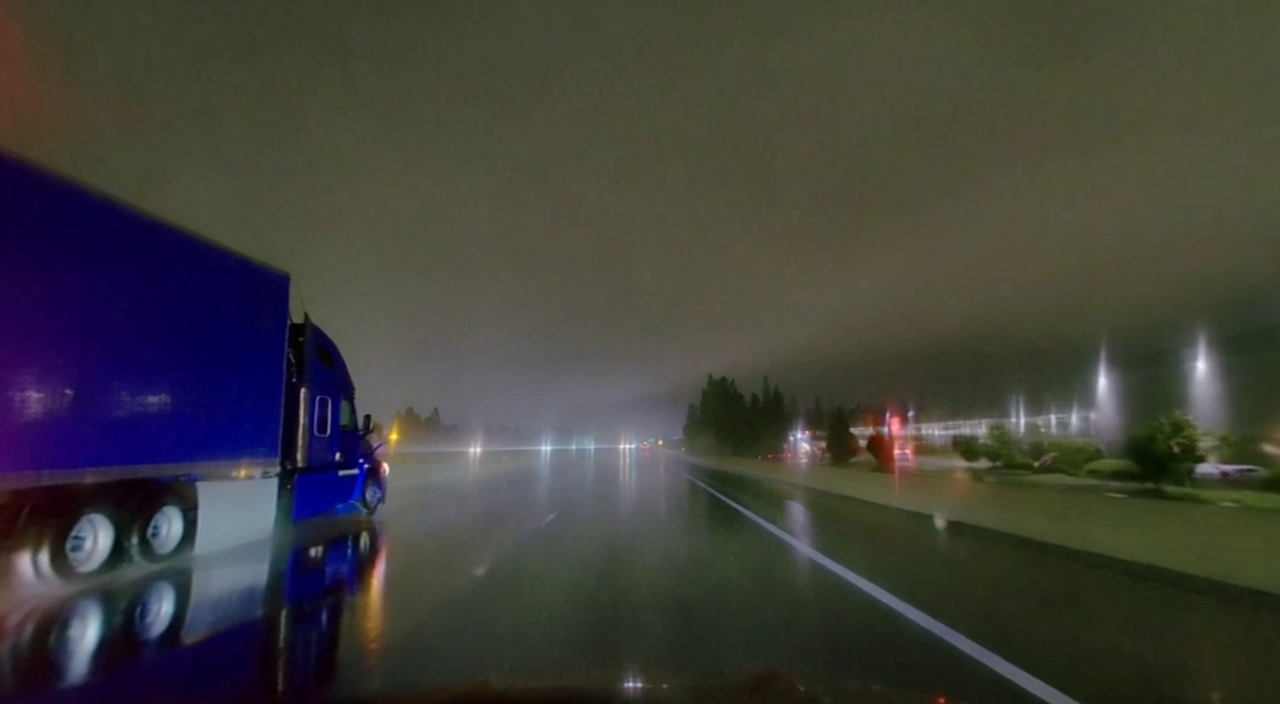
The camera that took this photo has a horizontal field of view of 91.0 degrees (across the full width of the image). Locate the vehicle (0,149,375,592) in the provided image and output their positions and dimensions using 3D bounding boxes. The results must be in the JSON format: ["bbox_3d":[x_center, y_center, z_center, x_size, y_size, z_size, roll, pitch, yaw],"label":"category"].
[{"bbox_3d":[-7.181,0.614,8.665,2.996,3.947,8.600,0,-9,2],"label":"vehicle"}]
